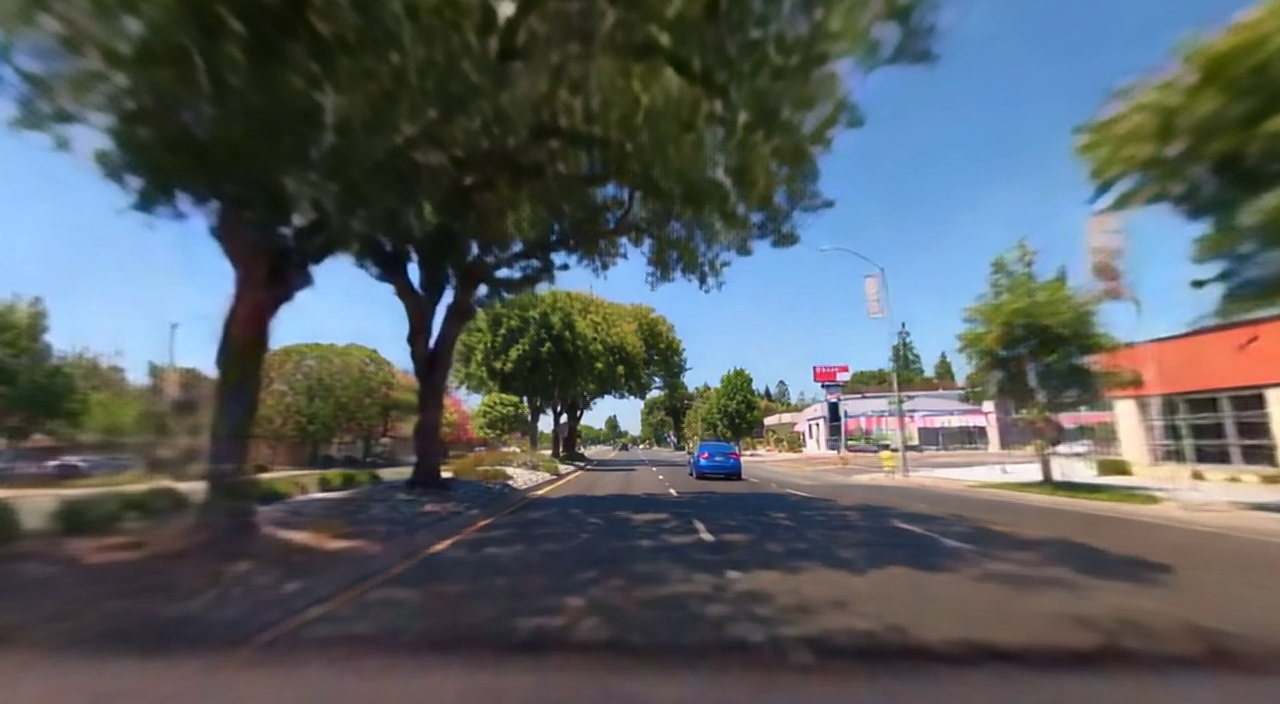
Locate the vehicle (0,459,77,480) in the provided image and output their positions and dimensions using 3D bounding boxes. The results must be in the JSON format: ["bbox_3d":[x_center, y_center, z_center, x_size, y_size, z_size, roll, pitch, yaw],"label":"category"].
[{"bbox_3d":[-45.803,8.889,47.810,4.294,1.459,1.898,1,-8,-5],"label":"vehicle"}]

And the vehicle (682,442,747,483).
[{"bbox_3d":[2.803,4.241,24.649,1.929,1.411,4.284,1,-8,-1],"label":"vehicle"}]
